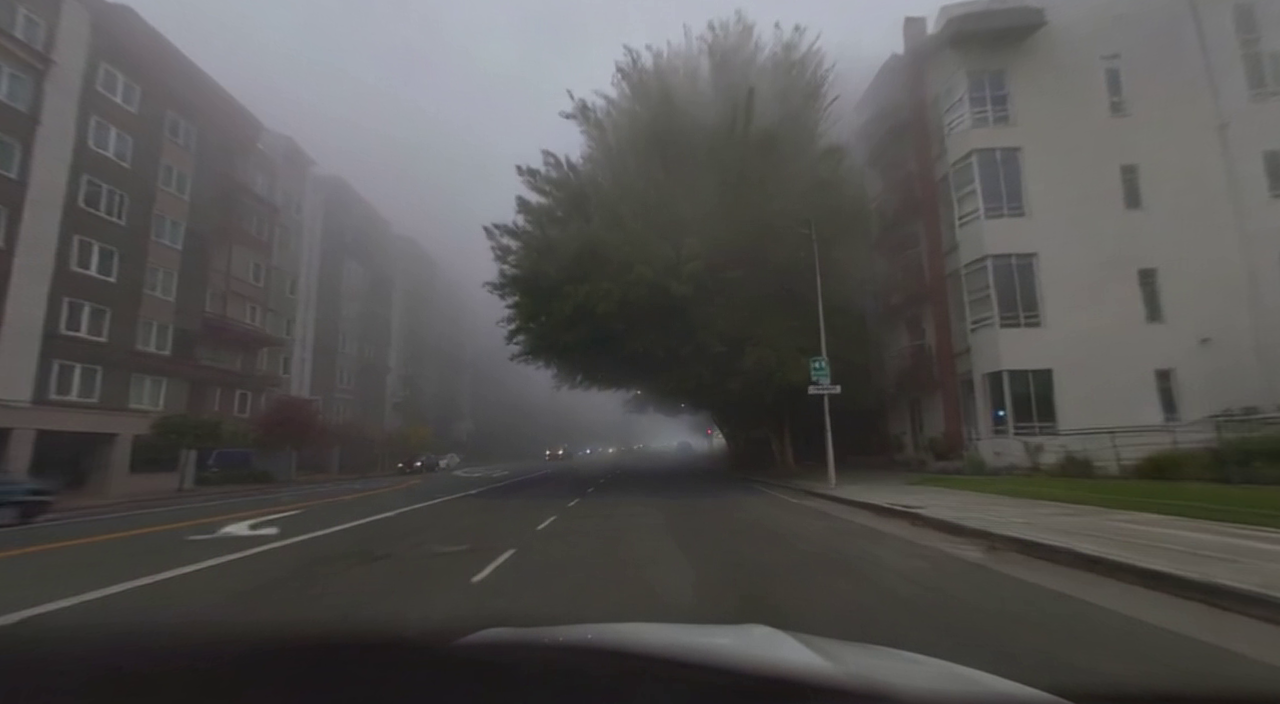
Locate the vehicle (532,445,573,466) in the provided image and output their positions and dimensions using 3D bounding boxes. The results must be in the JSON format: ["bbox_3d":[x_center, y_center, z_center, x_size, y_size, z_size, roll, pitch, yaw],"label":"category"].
[{"bbox_3d":[-6.727,8.049,49.071,2.017,1.473,4.379,-2,-9,9],"label":"vehicle"}]

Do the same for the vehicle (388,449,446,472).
[{"bbox_3d":[-15.216,7.419,43.275,1.878,1.506,4.693,-2,-9,6],"label":"vehicle"}]
